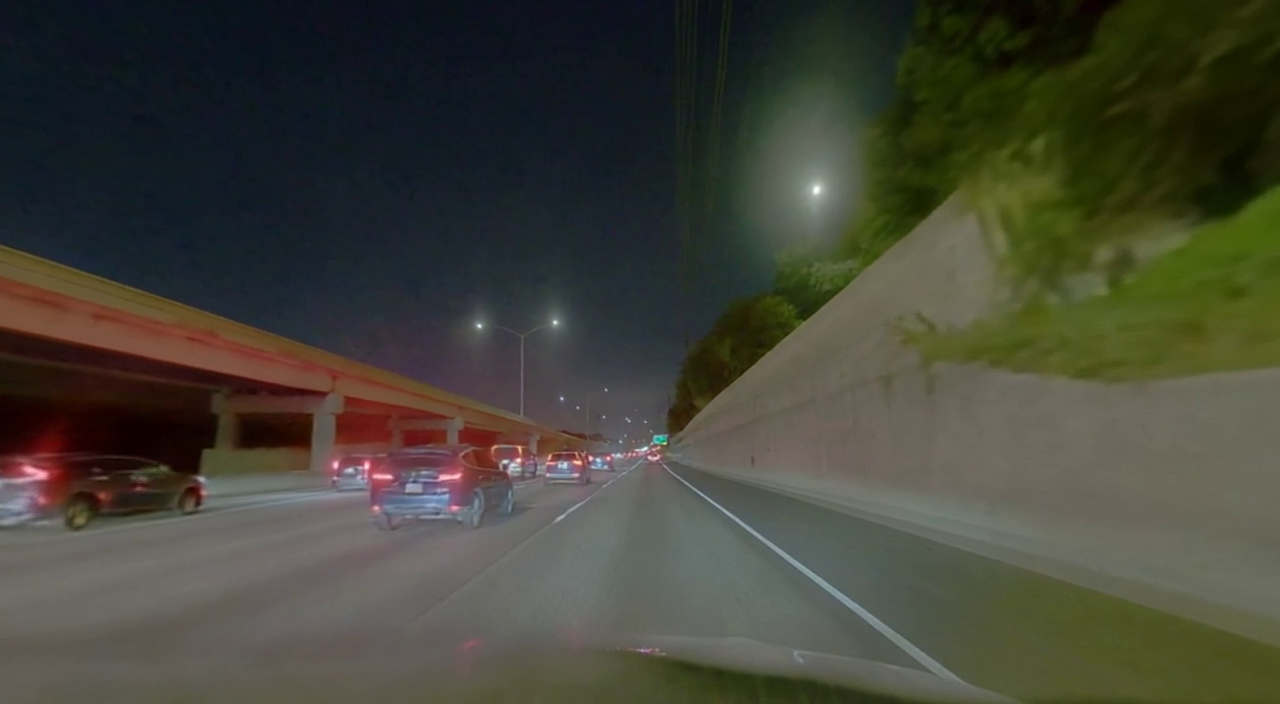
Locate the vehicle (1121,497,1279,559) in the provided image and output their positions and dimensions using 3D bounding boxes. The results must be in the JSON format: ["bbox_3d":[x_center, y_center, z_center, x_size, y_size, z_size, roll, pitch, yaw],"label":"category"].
[{"bbox_3d":[21.365,6.610,24.123,1.941,1.715,4.868,1,-8,-2],"label":"vehicle"}]

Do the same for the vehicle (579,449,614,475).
[{"bbox_3d":[-3.009,7.691,44.344,2.052,1.731,4.372,0,-8,2],"label":"vehicle"}]

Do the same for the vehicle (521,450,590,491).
[{"bbox_3d":[-3.272,4.683,25.325,2.056,1.449,4.330,0,-8,2],"label":"vehicle"}]

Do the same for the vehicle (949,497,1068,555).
[{"bbox_3d":[13.065,6.151,22.639,1.853,1.586,3.727,1,-8,-3],"label":"vehicle"}]

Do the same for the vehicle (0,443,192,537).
[{"bbox_3d":[-11.083,2.522,12.164,1.981,1.484,3.827,0,-8,1],"label":"vehicle"}]

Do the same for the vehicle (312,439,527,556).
[{"bbox_3d":[-3.281,2.226,10.444,1.939,1.511,4.246,0,-8,1],"label":"vehicle"}]
